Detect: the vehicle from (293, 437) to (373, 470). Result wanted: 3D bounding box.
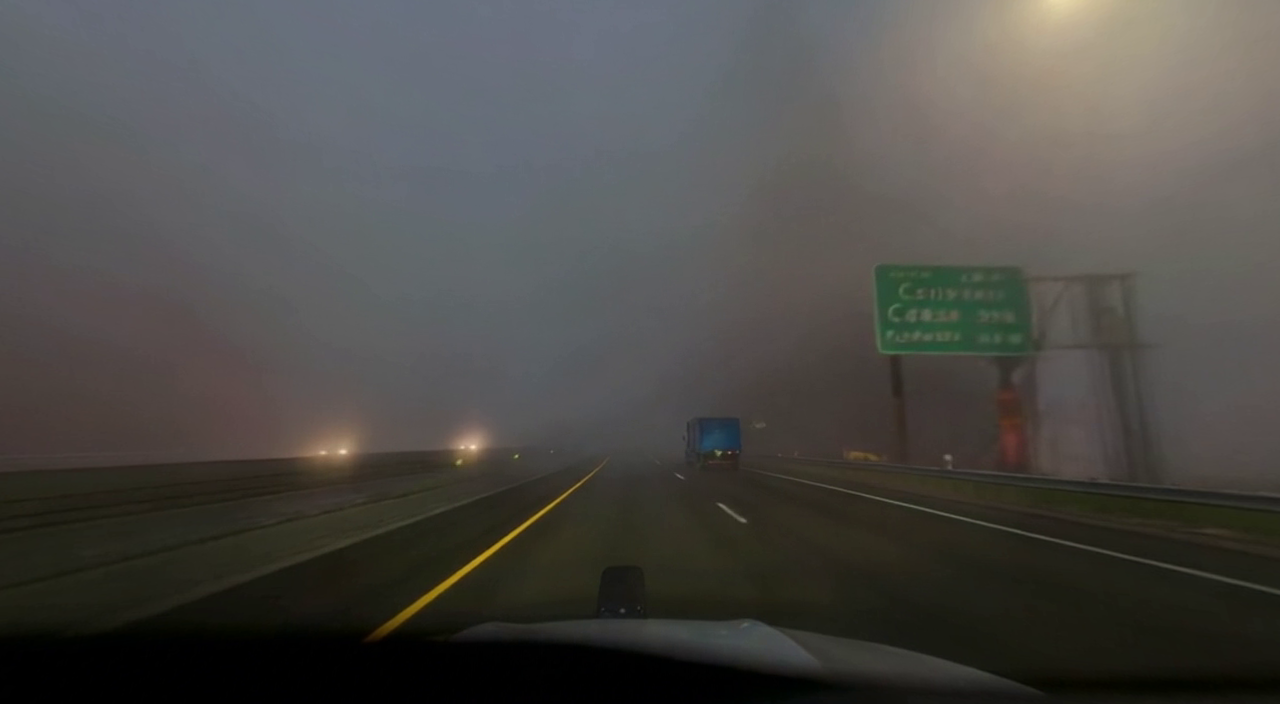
[{"bbox_3d":[-17.573,5.825,36.456,2.038,1.756,5.218,0,-8,0],"label":"vehicle"}]

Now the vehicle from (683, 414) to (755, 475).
[{"bbox_3d":[3.462,4.267,29.025,2.430,2.495,6.062,0,-8,-1],"label":"vehicle"}]
